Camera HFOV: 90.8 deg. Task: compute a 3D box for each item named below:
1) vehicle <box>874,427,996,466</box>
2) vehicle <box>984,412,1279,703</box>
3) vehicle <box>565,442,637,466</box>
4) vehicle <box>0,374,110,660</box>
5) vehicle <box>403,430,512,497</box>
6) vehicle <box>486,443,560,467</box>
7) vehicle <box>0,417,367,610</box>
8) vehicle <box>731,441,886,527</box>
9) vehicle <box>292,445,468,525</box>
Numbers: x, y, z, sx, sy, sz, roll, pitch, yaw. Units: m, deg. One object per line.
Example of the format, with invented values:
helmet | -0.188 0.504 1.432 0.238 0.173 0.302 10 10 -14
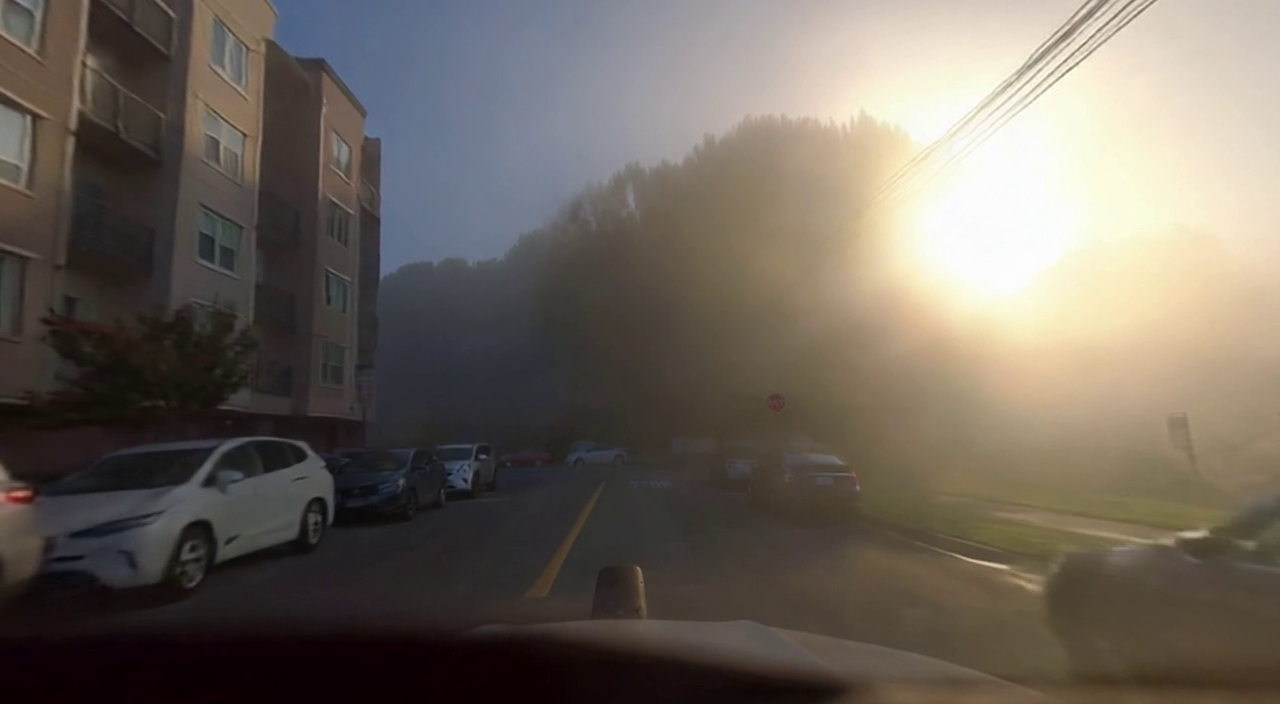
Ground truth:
vehicle | 14.943 4.820 32.192 5.190 1.855 2.100 1 -8 -5
vehicle | 3.368 0.900 1.843 2.008 1.479 4.622 0 -8 -2
vehicle | -2.453 6.502 40.347 4.489 1.470 1.776 1 -9 -3
vehicle | -5.468 0.914 2.852 2.216 1.953 4.553 0 -8 -2
vehicle | -5.825 3.640 21.128 2.208 1.903 6.040 1 -8 -4
vehicle | -7.346 6.544 40.049 4.423 1.449 1.813 1 -9 -5
vehicle | -5.582 1.842 8.231 2.075 1.774 4.596 0 -8 -2
vehicle | 3.280 2.652 13.330 1.919 1.490 4.339 0 -9 -2
vehicle | -5.589 2.877 14.368 2.129 1.505 4.510 0 -8 -1
